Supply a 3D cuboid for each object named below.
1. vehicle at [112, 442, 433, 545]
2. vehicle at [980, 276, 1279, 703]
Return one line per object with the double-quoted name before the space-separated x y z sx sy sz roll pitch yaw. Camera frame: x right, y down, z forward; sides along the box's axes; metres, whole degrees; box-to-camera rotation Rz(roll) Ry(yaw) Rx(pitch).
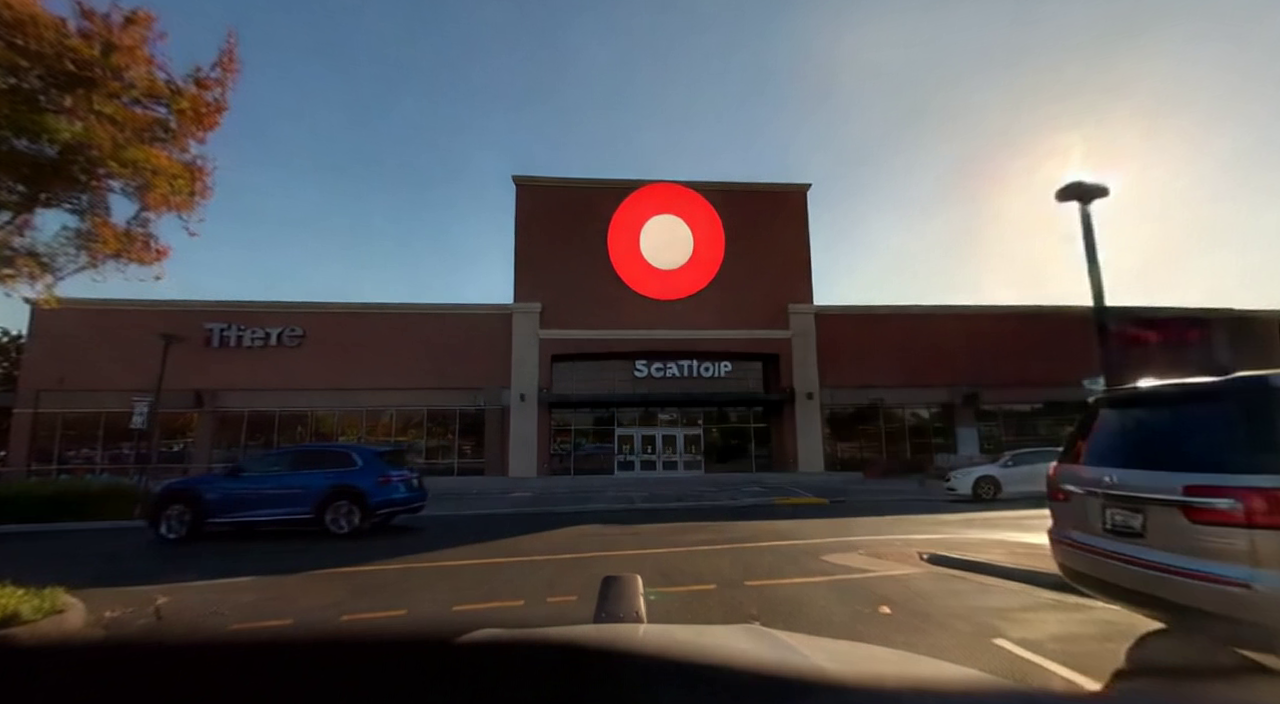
"vehicle" -6.896 2.686 12.485 4.957 1.788 2.092 1 -8 -7
"vehicle" 4.978 0.780 3.430 4.864 1.916 2.413 1 -8 -5
